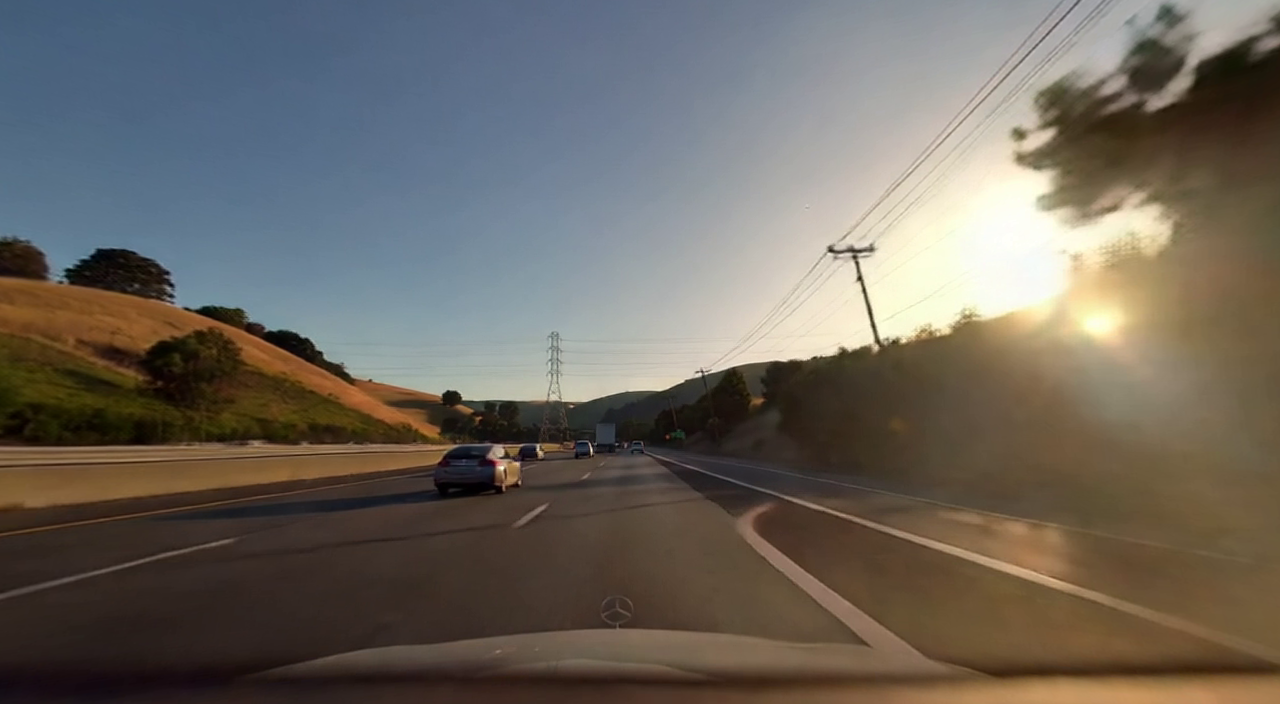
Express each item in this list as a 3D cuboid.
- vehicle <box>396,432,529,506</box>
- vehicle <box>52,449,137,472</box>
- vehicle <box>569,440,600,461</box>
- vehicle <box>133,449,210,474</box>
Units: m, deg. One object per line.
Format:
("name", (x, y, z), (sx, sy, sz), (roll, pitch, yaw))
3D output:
("vehicle", (-4.128, 2.797, 15.545), (1.963, 1.533, 4.477), (0, -9, 0))
("vehicle", (-38.739, 7.689, 44.998), (1.931, 1.538, 4.631), (0, -9, -1))
("vehicle", (-4.164, 7.500, 48.044), (2.038, 1.533, 4.103), (0, -9, -1))
("vehicle", (-29.974, 7.005, 40.565), (1.916, 1.471, 3.905), (0, -9, 1))
